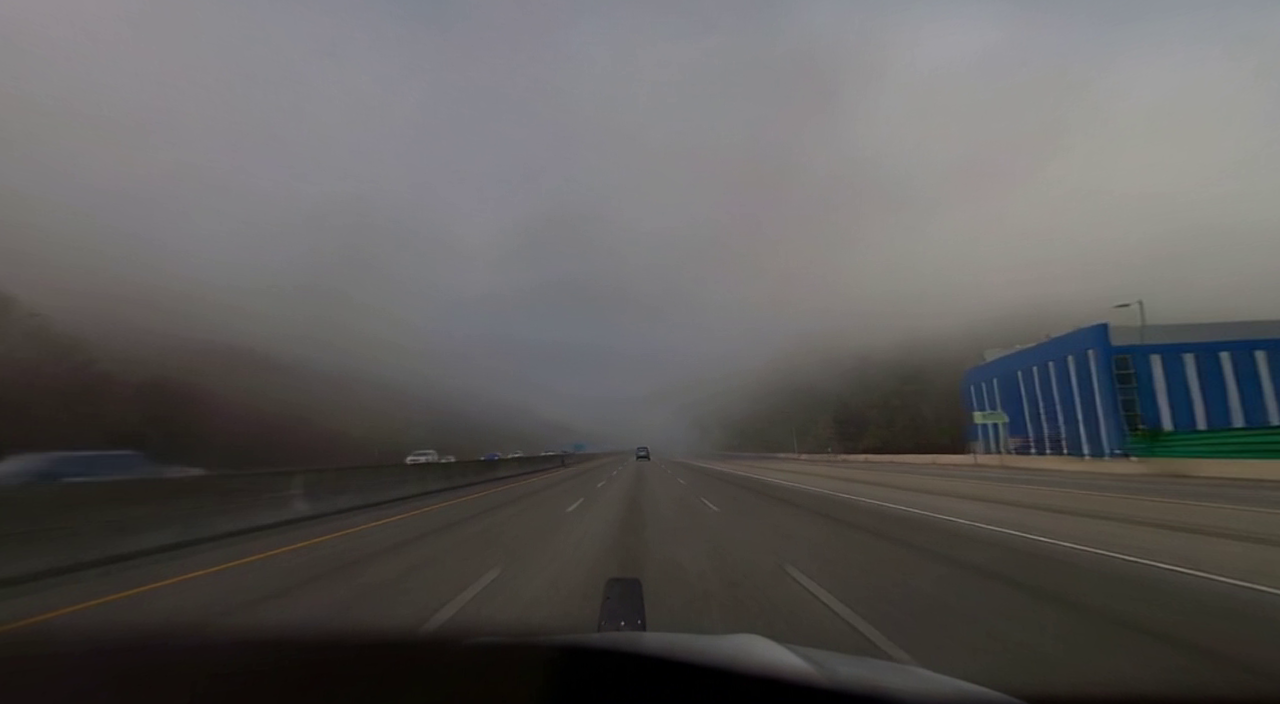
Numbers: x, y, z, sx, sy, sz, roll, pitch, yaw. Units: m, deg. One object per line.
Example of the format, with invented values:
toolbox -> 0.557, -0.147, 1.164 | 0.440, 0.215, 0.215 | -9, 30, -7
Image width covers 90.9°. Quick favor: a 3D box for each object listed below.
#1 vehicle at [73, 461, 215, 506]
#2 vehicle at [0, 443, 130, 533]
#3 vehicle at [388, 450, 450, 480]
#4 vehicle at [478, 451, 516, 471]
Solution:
vehicle -> -20.032, 5.284, 25.774 | 1.855, 1.575, 4.800 | 0, -9, 0
vehicle -> -11.439, 2.261, 10.522 | 1.974, 1.445, 4.605 | 0, -9, 0
vehicle -> -11.937, 6.137, 34.382 | 1.863, 1.492, 4.026 | 0, -9, 1
vehicle -> -11.039, 8.386, 48.751 | 1.902, 1.426, 4.345 | 0, -9, 0
